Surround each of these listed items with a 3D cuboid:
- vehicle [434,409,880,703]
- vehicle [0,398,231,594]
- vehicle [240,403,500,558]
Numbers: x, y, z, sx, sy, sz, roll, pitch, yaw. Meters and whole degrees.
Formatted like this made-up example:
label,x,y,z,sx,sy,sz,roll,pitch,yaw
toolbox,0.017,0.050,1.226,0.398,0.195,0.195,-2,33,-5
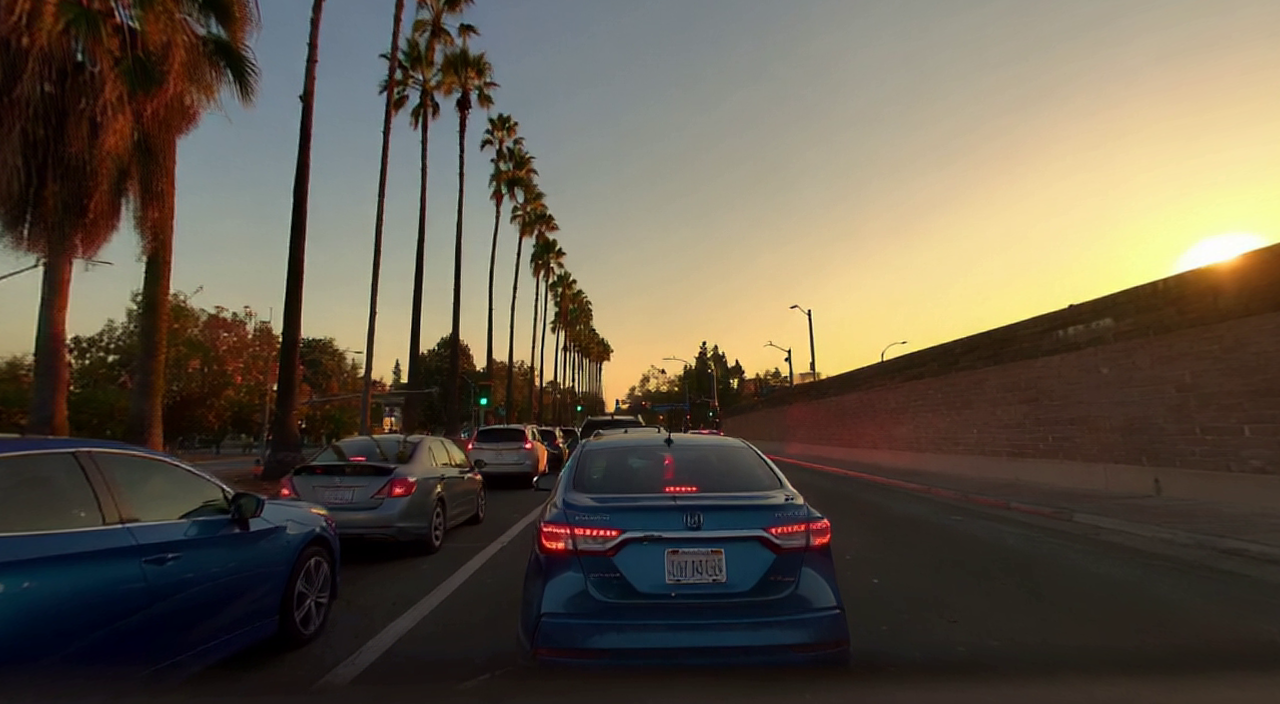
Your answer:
label,x,y,z,sx,sy,sz,roll,pitch,yaw
vehicle,0.039,1.333,5.202,2.128,1.473,4.272,0,-8,-1
vehicle,-6.669,1.401,6.393,1.963,1.721,4.662,0,-8,-2
vehicle,-3.538,1.774,9.283,2.055,1.746,4.136,0,-8,-1
